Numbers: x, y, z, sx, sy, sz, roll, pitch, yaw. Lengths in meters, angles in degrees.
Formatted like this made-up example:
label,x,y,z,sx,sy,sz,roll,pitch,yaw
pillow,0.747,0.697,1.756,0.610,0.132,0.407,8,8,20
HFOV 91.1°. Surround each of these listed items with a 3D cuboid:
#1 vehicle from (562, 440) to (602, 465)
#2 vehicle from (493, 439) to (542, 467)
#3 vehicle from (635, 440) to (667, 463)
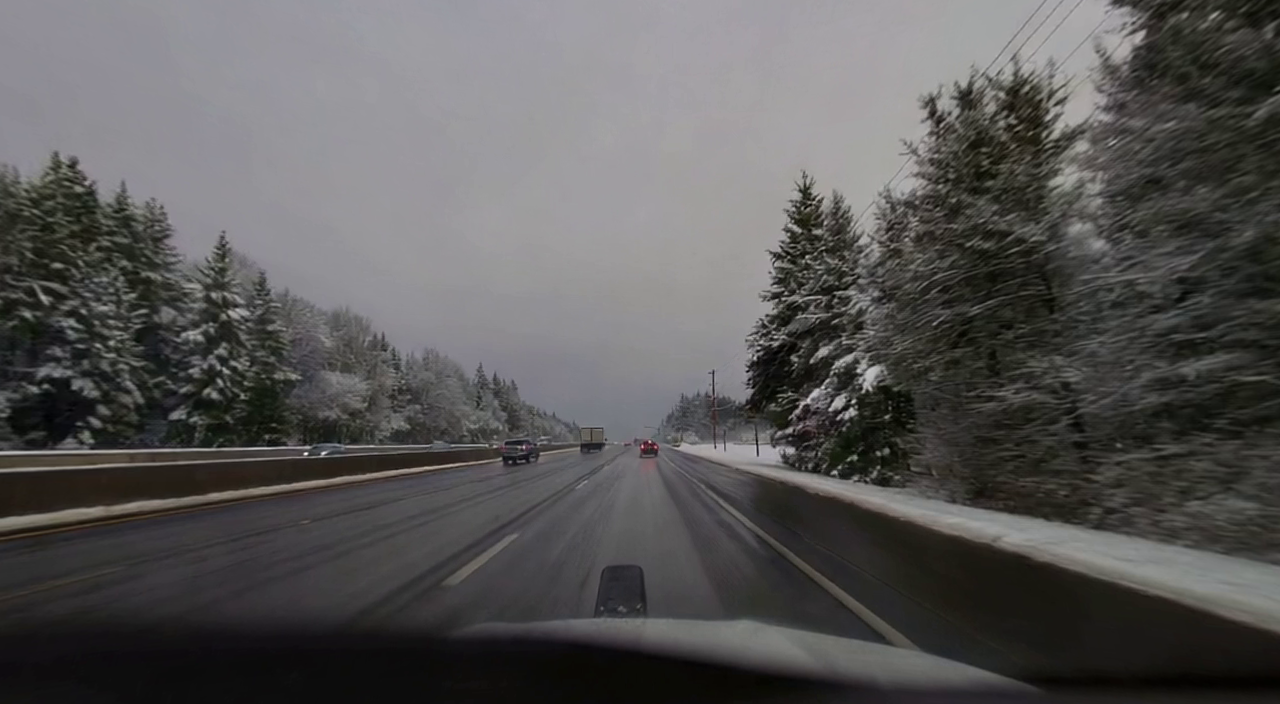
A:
label,x,y,z,sx,sy,sz,roll,pitch,yaw
vehicle,-3.558,6.245,39.200,2.046,1.478,4.111,0,-8,1
vehicle,-7.058,5.849,36.540,1.936,1.497,4.251,0,-8,1
vehicle,0.732,6.714,42.583,2.057,1.453,3.926,0,-8,1
